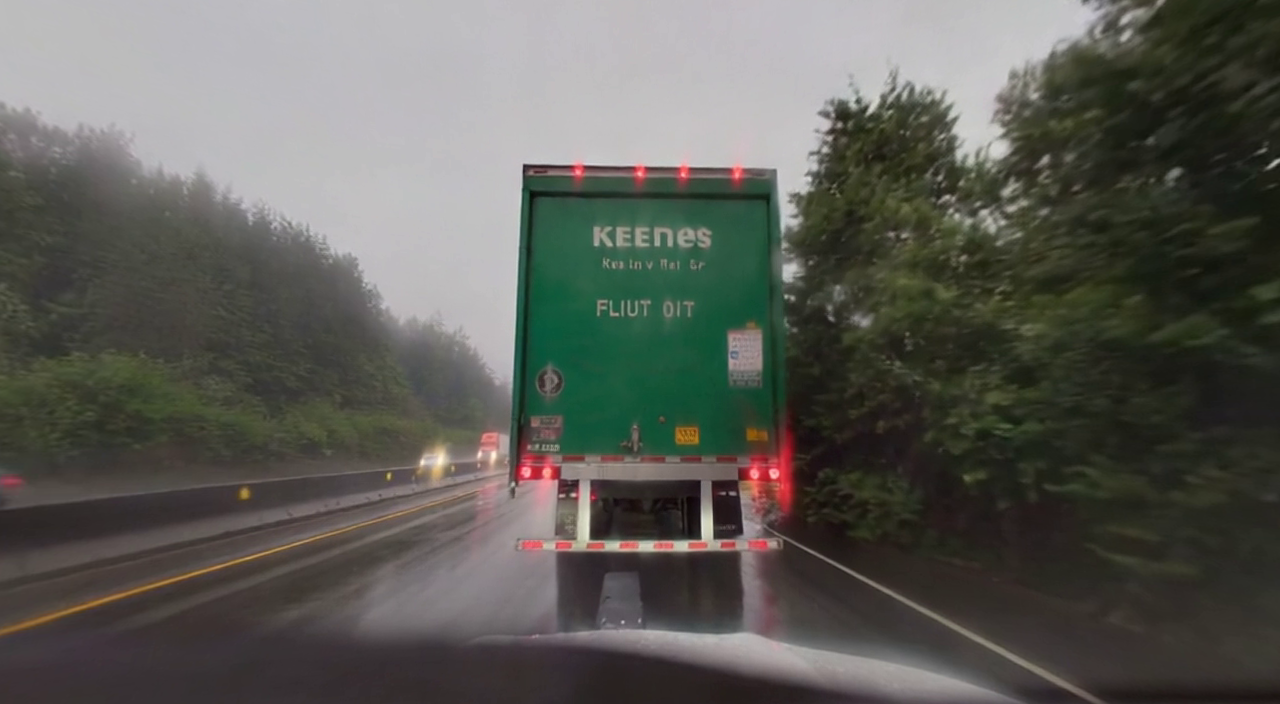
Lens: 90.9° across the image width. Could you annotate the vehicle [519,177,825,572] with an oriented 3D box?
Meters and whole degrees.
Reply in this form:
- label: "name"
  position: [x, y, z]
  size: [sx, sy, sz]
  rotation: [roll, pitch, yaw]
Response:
- label: "vehicle"
  position: [0.160, 1.282, 14.091]
  size: [3.230, 4.377, 14.405]
  rotation: [0, -9, -1]
